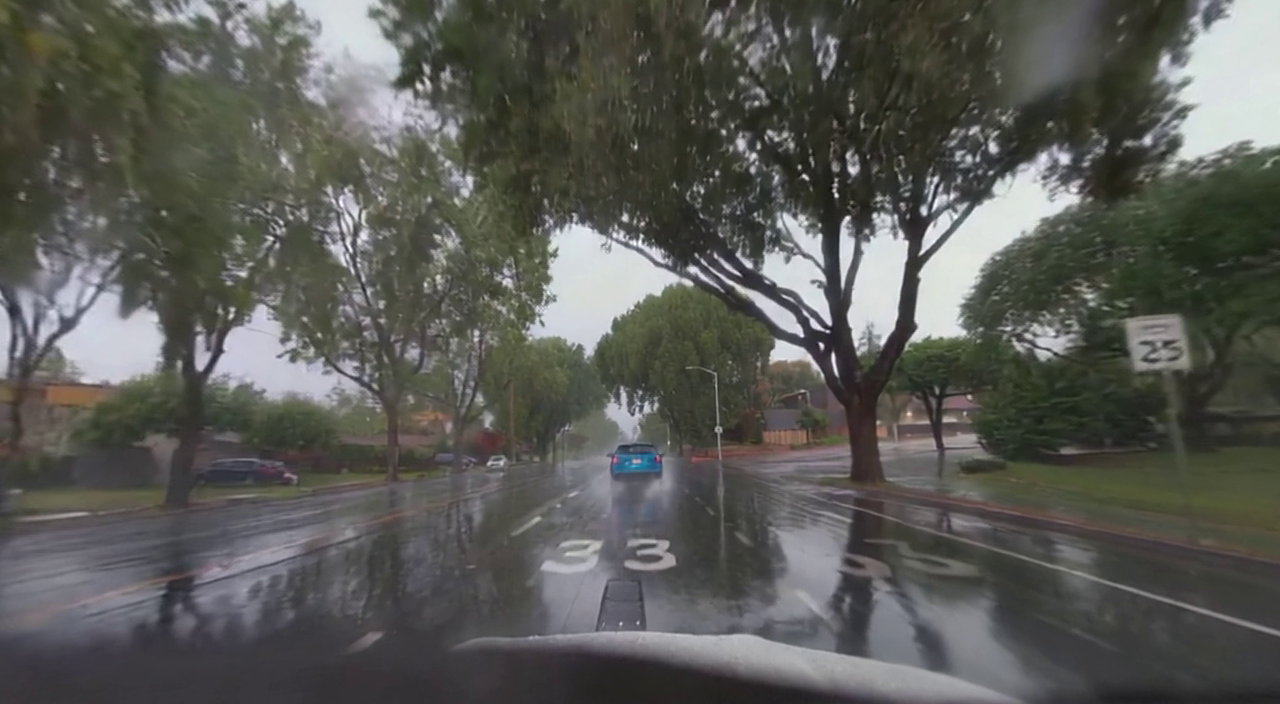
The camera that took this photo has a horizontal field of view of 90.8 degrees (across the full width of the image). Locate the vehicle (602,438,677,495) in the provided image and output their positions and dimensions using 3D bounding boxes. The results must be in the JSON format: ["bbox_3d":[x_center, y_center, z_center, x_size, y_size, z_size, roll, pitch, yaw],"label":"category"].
[{"bbox_3d":[-0.043,3.684,20.628,2.181,1.639,4.127,0,-9,0],"label":"vehicle"}]

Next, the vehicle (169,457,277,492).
[{"bbox_3d":[-23.853,6.981,36.290,4.866,1.614,1.911,-3,-9,-2],"label":"vehicle"}]

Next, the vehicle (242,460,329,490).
[{"bbox_3d":[-21.820,7.560,38.986,4.241,1.500,1.956,-4,-9,0],"label":"vehicle"}]
